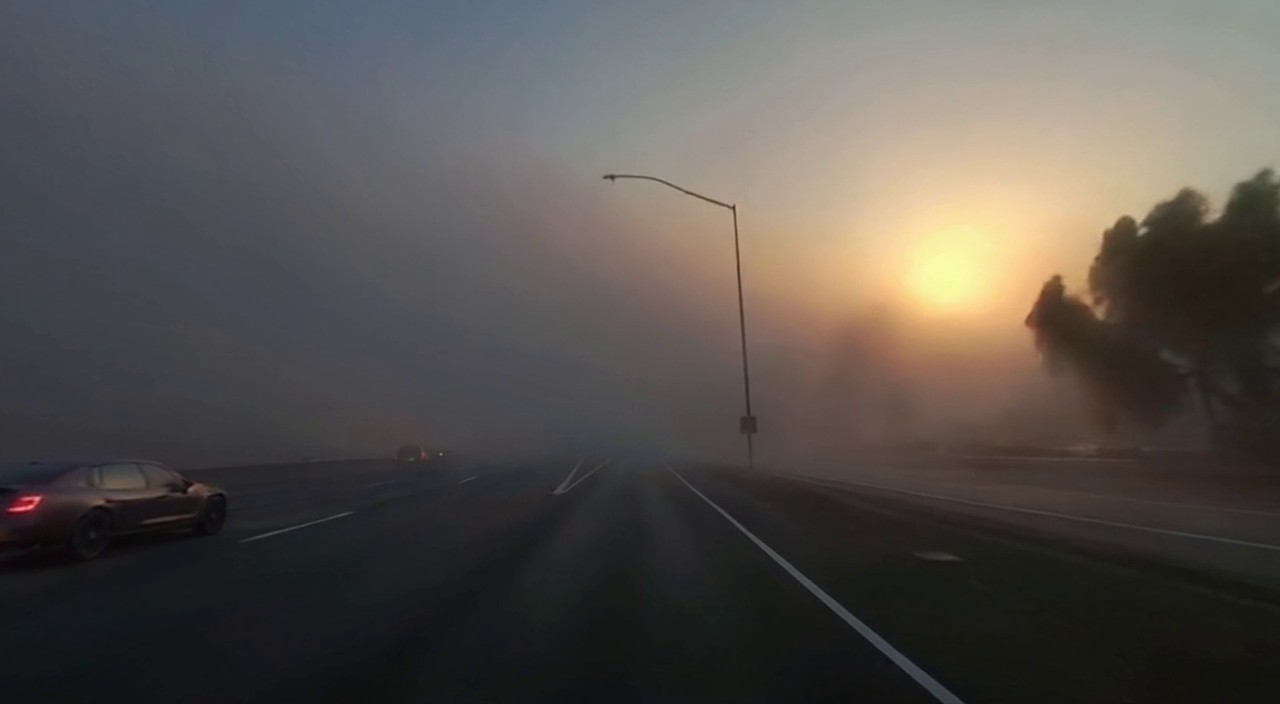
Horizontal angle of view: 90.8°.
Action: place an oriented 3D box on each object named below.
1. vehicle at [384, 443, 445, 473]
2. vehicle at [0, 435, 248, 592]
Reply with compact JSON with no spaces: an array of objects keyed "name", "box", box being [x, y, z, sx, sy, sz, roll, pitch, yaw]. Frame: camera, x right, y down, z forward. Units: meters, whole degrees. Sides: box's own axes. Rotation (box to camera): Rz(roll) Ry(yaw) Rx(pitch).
[{"name":"vehicle","box":[-13.596,6.389,38.435,2.126,1.671,5.173,0,-8,-4]},{"name":"vehicle","box":[-7.227,1.815,7.817,1.940,1.479,4.777,0,-8,-4]}]
